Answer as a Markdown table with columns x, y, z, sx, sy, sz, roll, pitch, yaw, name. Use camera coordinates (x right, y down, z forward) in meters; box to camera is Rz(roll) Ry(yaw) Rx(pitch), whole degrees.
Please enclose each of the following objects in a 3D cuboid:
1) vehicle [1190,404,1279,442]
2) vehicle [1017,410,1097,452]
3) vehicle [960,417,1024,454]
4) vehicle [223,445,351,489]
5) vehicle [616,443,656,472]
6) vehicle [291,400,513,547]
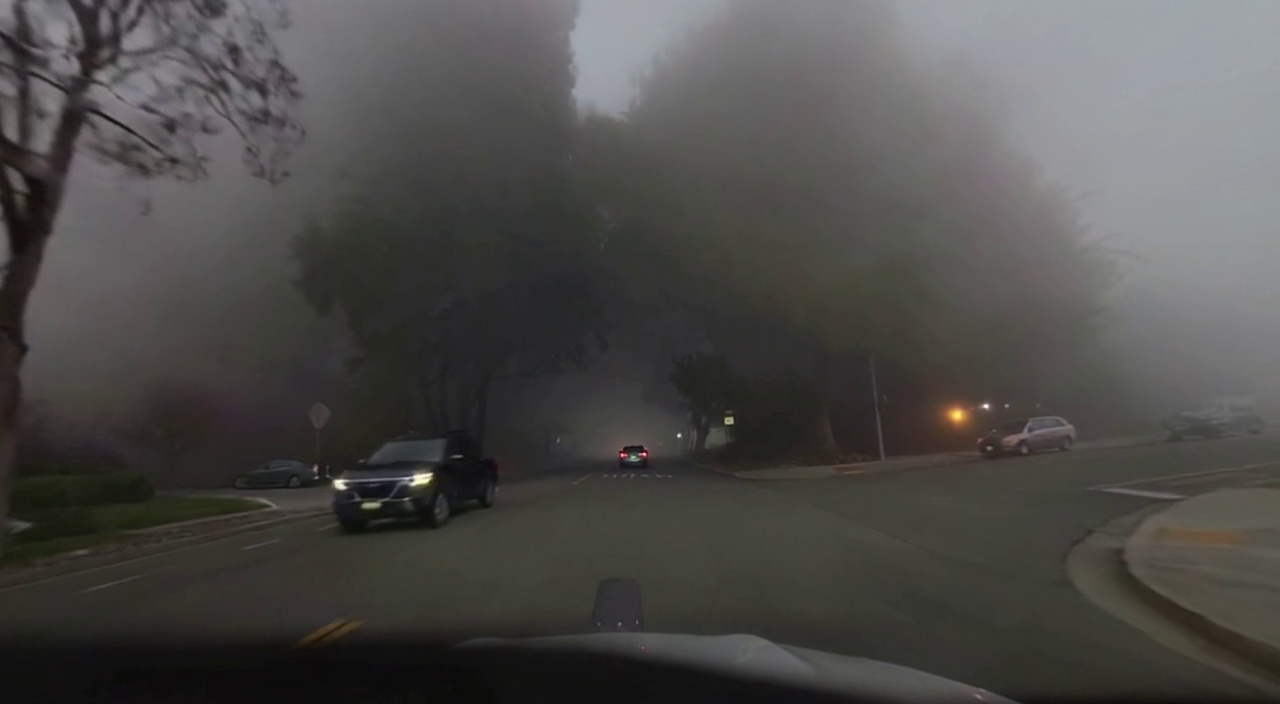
| x | y | z | sx | sy | sz | roll | pitch | yaw | name |
| --- | --- | --- | --- | --- | --- | --- | --- | --- | --- |
| 25.381 | 2.949 | 26.742 | 1.603 | 1.430 | 3.662 | -3 | -5 | 15 | vehicle |
| 19.520 | 3.662 | 29.815 | 2.114 | 1.677 | 4.707 | -4 | -5 | 22 | vehicle |
| 16.927 | 4.004 | 30.607 | 1.979 | 1.434 | 4.607 | -7 | -7 | 21 | vehicle |
| -14.948 | 4.875 | 26.908 | 4.223 | 1.753 | 2.134 | -1 | -8 | 6 | vehicle |
| -0.196 | 5.796 | 35.015 | 2.098 | 1.483 | 4.099 | 0 | -8 | 0 | vehicle |
| -4.404 | 2.342 | 12.920 | 2.451 | 2.182 | 5.485 | -4 | -8 | -1 | vehicle |
